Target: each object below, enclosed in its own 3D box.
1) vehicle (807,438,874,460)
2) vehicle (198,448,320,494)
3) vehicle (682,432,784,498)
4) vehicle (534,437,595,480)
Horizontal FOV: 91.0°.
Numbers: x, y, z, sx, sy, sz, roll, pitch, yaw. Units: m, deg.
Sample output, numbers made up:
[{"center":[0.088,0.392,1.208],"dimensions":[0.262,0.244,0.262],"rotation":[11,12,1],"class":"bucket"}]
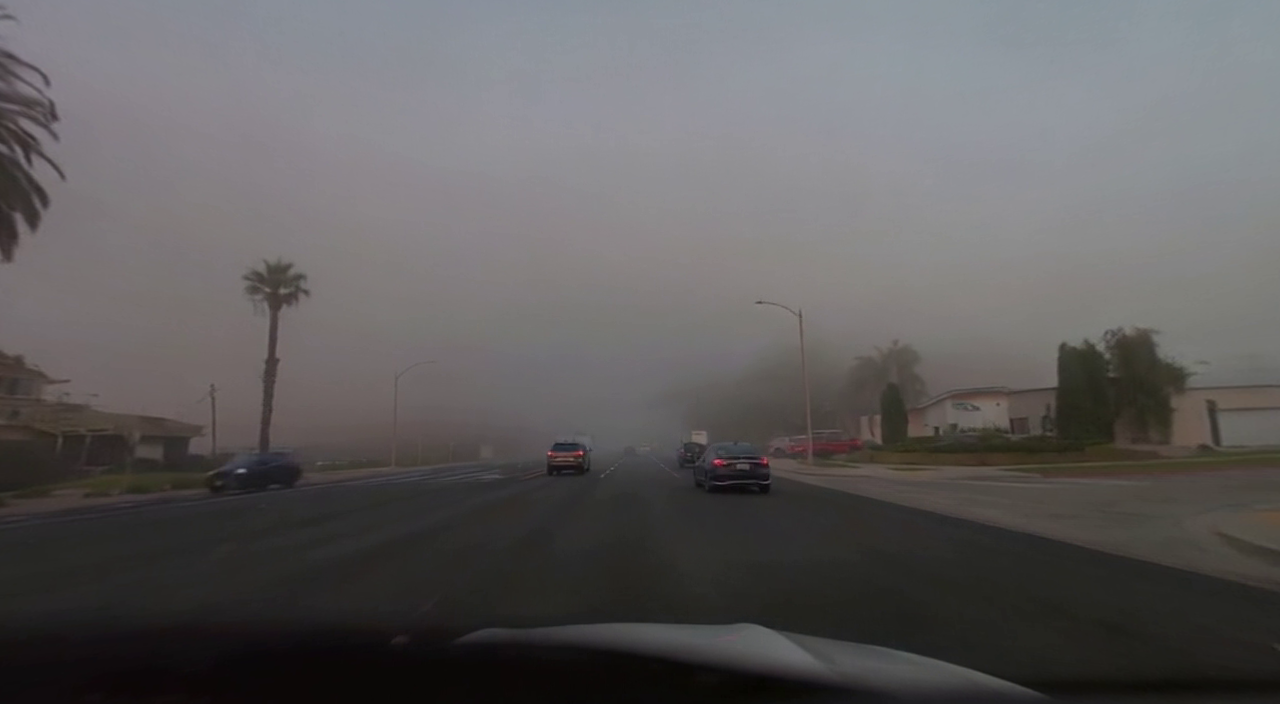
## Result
[{"center":[15.269,7.422,48.087],"dimensions":[4.489,1.557,1.792],"rotation":[-2,-9,2],"class":"vehicle"},{"center":[-18.061,5.620,30.290],"dimensions":[2.221,1.921,5.743],"rotation":[0,-8,0],"class":"vehicle"},{"center":[2.540,3.232,18.372],"dimensions":[2.084,1.682,4.148],"rotation":[1,-8,-4],"class":"vehicle"},{"center":[-3.239,4.695,27.962],"dimensions":[2.084,1.735,4.528],"rotation":[0,-8,1],"class":"vehicle"}]
